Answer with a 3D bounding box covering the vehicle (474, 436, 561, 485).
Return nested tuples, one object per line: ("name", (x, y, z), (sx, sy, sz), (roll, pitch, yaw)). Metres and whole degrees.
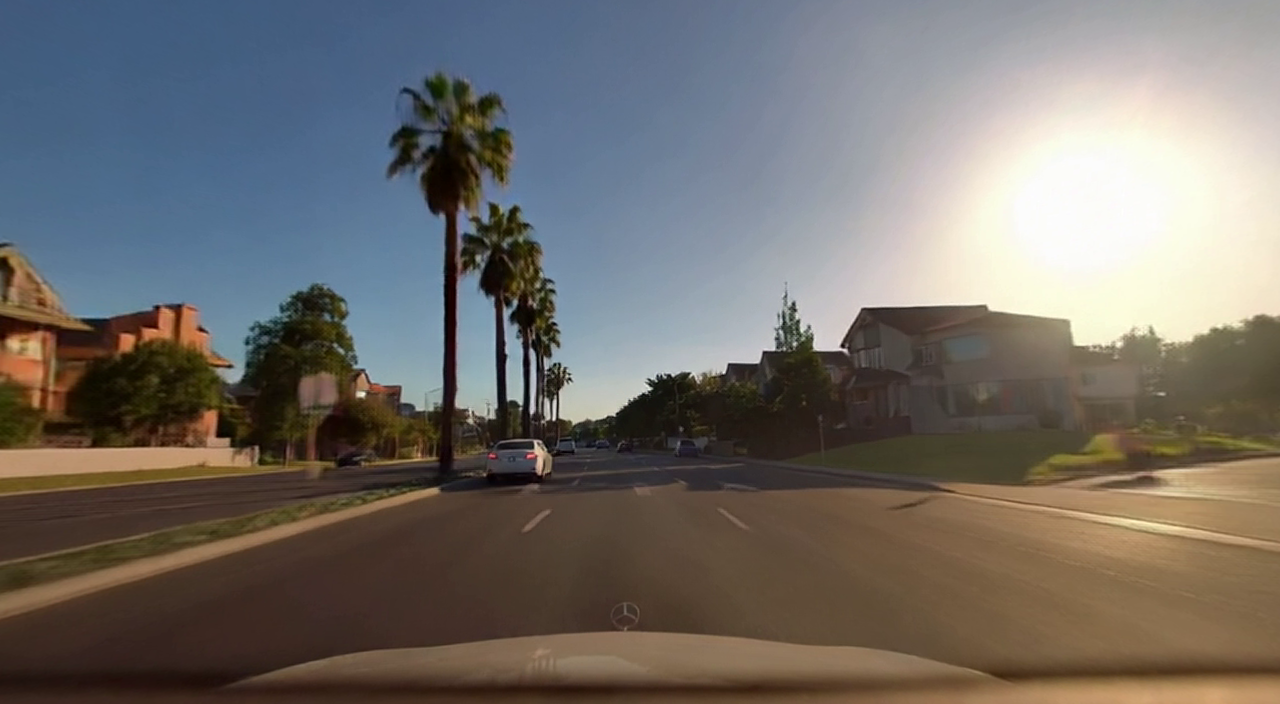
("vehicle", (-4.004, 3.623, 21.463), (2.108, 1.475, 4.555), (0, -8, -1))
